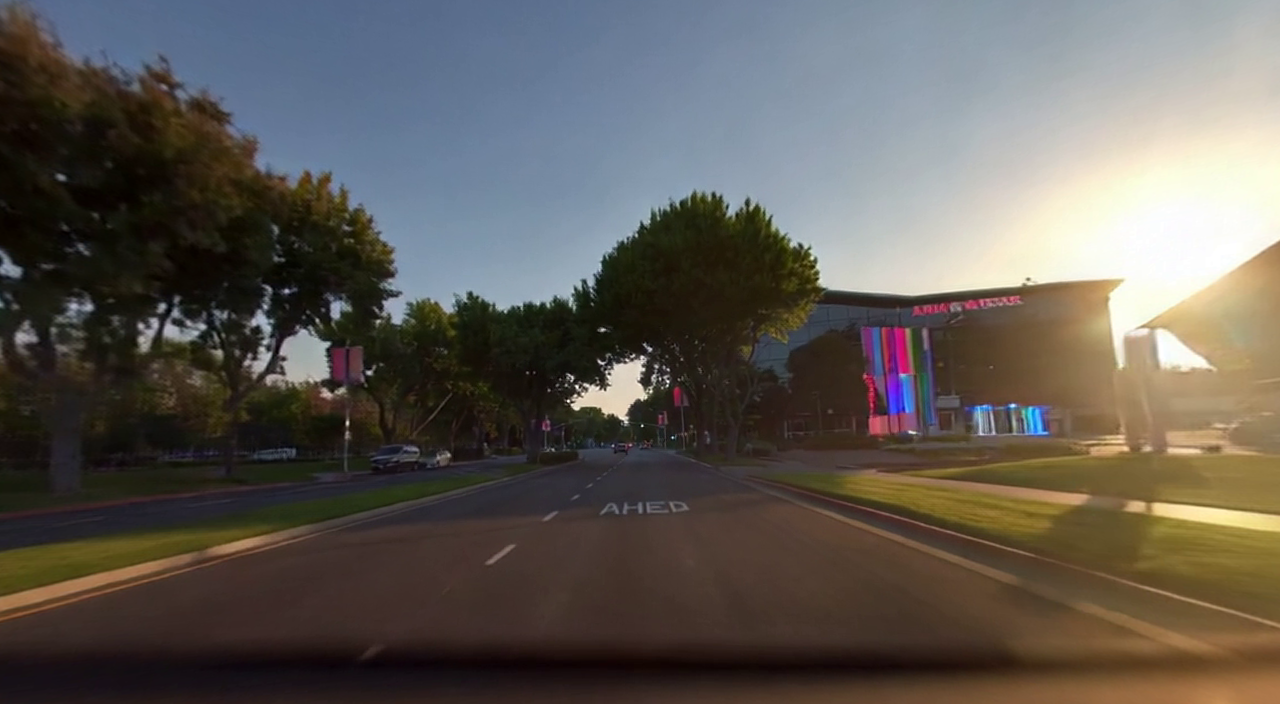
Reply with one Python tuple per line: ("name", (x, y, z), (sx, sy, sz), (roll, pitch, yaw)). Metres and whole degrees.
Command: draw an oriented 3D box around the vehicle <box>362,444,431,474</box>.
("vehicle", (-17.311, 7.626, 45.054), (2.617, 1.997, 5.830), (0, -9, 0))
